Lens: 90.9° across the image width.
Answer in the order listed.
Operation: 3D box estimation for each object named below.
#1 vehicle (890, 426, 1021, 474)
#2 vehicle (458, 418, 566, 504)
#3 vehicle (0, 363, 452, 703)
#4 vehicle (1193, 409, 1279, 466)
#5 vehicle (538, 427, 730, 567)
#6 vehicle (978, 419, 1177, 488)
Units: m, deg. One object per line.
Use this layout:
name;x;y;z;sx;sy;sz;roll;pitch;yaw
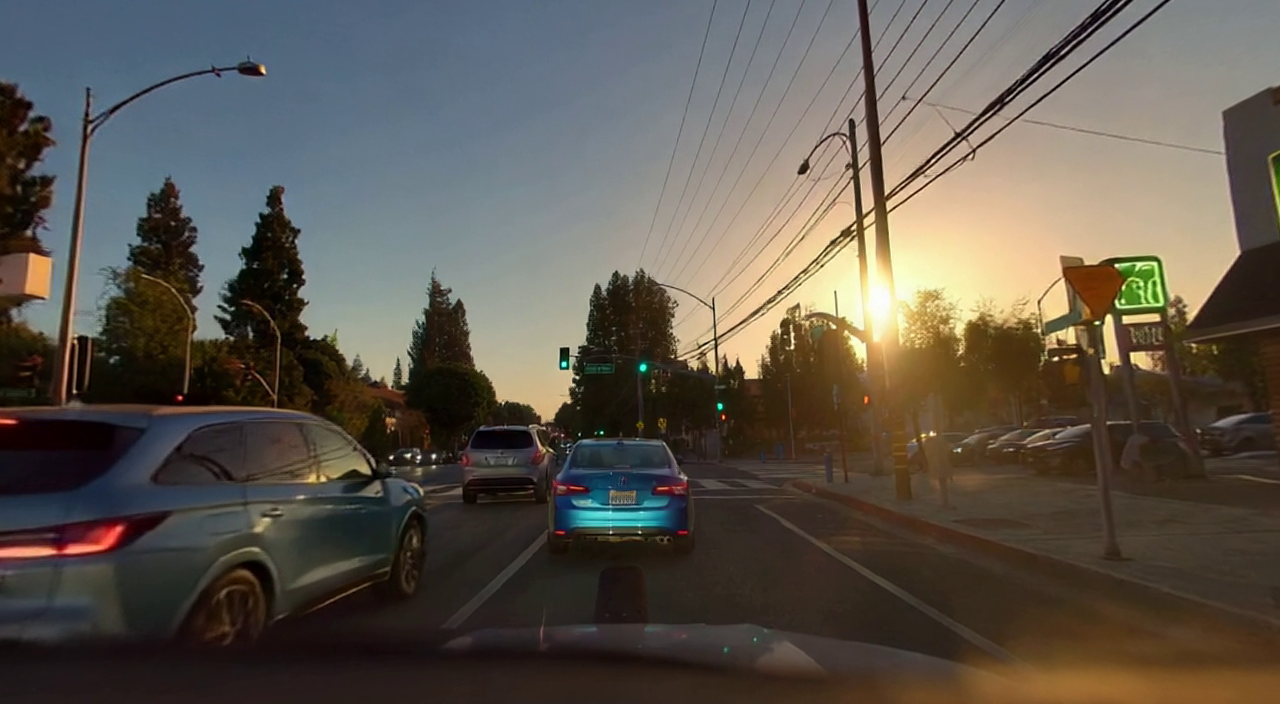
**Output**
vehicle;10.638;3.349;21.724;1.842;1.471;4.481;1;-8;-5
vehicle;-3.038;2.690;15.986;2.106;1.852;4.512;0;-8;-4
vehicle;-2.930;1.165;4.448;2.003;1.681;3.878;0;-8;0
vehicle;18.723;2.551;18.682;4.446;1.511;1.977;4;-10;-29
vehicle;-0.154;1.871;8.963;2.070;1.481;4.216;0;-8;-3
vehicle;10.523;2.490;15.678;1.888;1.455;4.268;0;-8;0
